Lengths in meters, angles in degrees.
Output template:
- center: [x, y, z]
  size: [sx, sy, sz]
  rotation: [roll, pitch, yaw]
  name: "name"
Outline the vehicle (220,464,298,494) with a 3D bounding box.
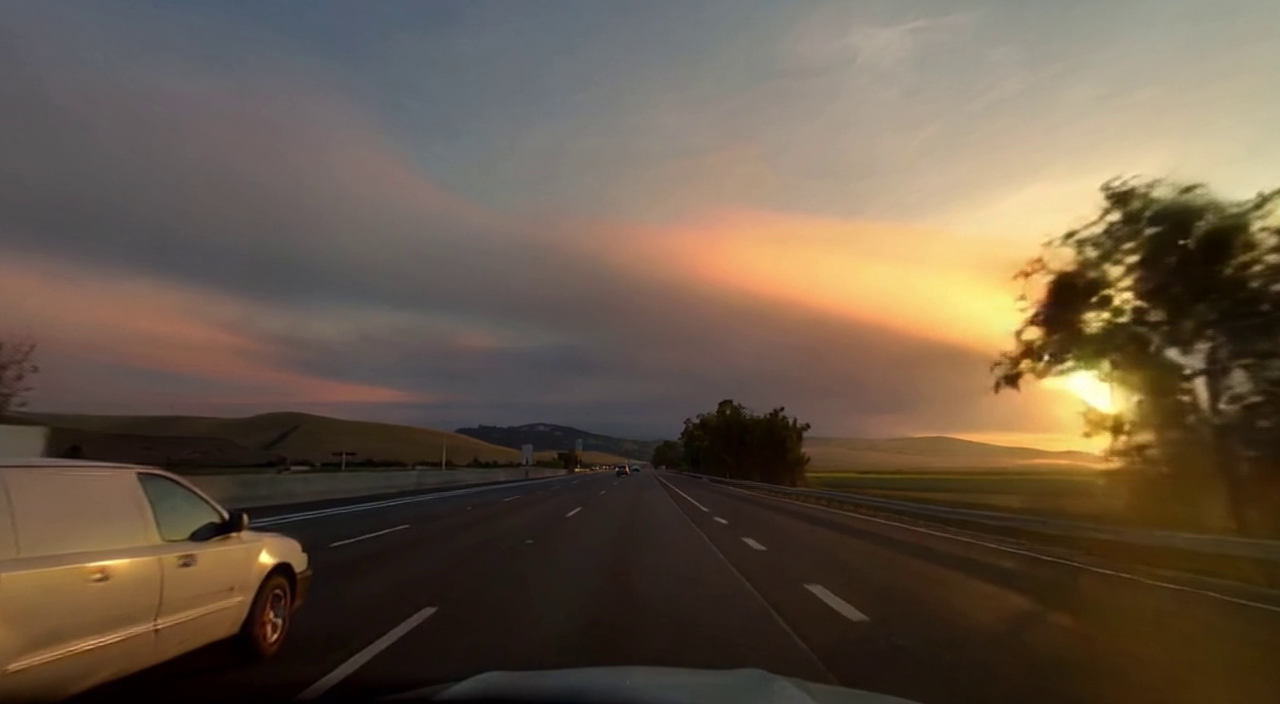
- center: [-22.123, 7.408, 36.802]
  size: [1.817, 1.600, 4.132]
  rotation: [1, -10, 1]
  name: "vehicle"
